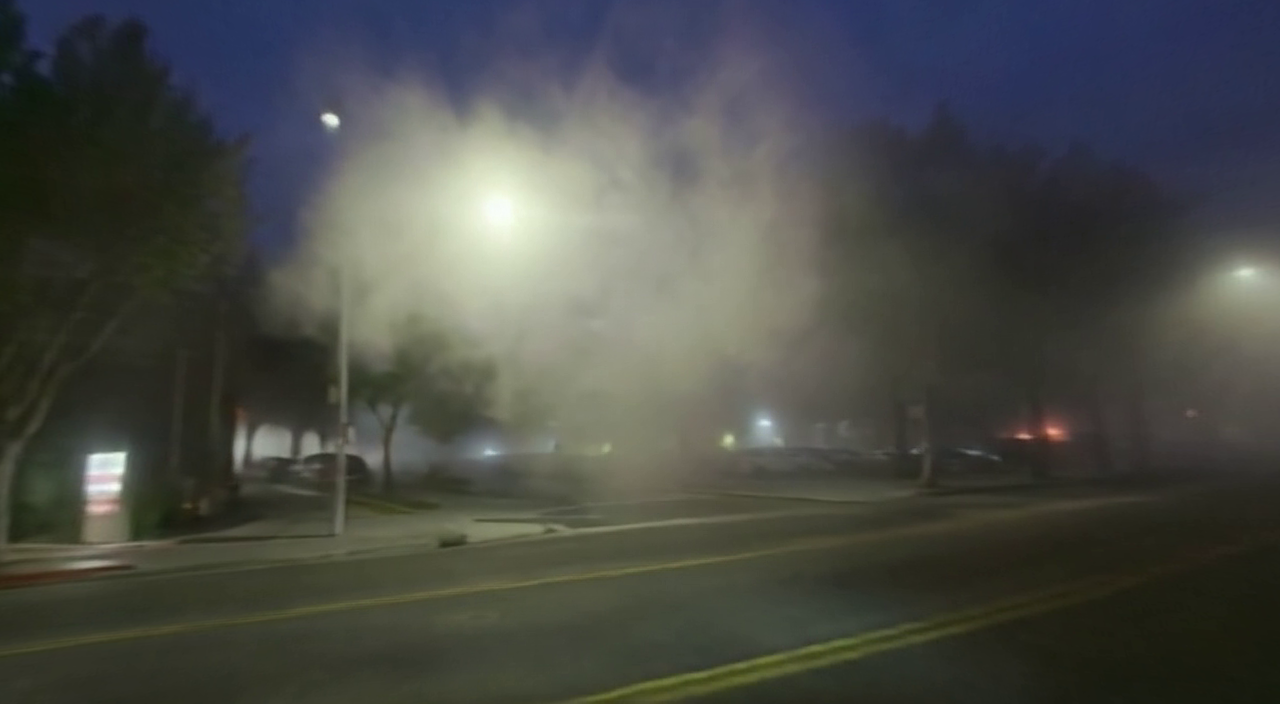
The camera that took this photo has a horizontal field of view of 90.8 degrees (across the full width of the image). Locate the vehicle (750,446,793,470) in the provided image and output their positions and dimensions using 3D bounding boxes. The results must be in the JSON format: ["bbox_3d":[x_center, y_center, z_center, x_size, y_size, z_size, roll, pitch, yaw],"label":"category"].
[{"bbox_3d":[8.613,6.977,41.756,2.130,1.458,4.157,-1,-9,3],"label":"vehicle"}]

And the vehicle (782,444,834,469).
[{"bbox_3d":[11.056,6.903,41.992,2.121,1.541,5.124,0,-8,1],"label":"vehicle"}]

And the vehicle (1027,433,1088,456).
[{"bbox_3d":[30.612,6.835,46.425,1.856,1.463,3.746,-2,-10,0],"label":"vehicle"}]

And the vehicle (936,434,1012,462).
[{"bbox_3d":[22.188,6.424,42.265,2.112,1.719,5.483,0,-8,0],"label":"vehicle"}]

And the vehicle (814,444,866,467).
[{"bbox_3d":[14.015,7.260,44.552,2.102,1.541,4.416,0,-8,-1],"label":"vehicle"}]

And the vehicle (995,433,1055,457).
[{"bbox_3d":[27.769,6.770,45.717,1.858,1.485,3.786,-2,-11,0],"label":"vehicle"}]
